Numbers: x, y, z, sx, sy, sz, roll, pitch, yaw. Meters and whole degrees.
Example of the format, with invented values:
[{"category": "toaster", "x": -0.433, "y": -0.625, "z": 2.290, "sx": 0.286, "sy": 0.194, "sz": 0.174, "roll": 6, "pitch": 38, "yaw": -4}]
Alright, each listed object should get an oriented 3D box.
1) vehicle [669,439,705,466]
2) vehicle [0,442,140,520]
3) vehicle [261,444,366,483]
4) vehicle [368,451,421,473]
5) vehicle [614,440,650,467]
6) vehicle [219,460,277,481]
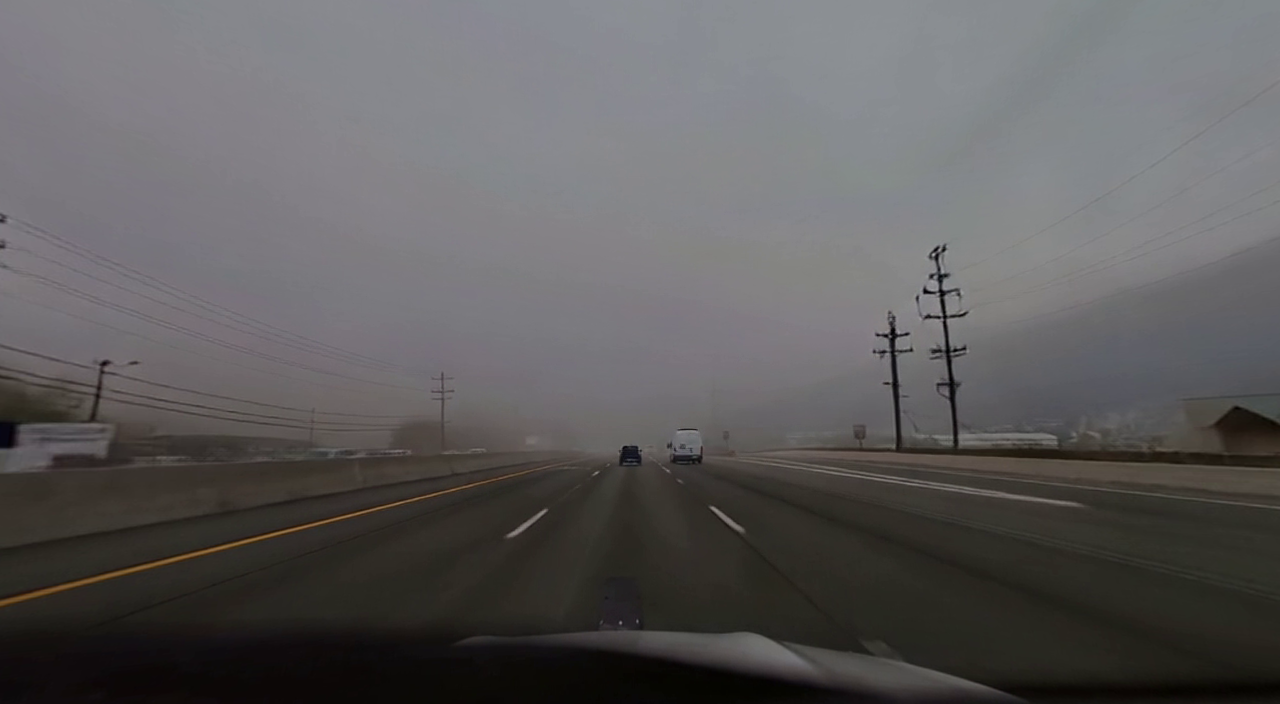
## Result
[{"category": "vehicle", "x": 3.233, "y": 7.026, "z": 44.294, "sx": 2.036, "sy": 1.796, "sz": 4.470, "roll": 0, "pitch": -9, "yaw": -2}, {"category": "vehicle", "x": -21.626, "y": 4.372, "z": 21.807, "sx": 2.812, "sy": 2.426, "sz": 7.221, "roll": 0, "pitch": -9, "yaw": 0}, {"category": "vehicle", "x": -13.899, "y": 4.753, "z": 27.279, "sx": 2.147, "sy": 1.528, "sz": 4.437, "roll": 0, "pitch": -9, "yaw": 0}, {"category": "vehicle", "x": -17.514, "y": 7.849, "z": 45.310, "sx": 1.903, "sy": 1.482, "sz": 4.623, "roll": 0, "pitch": -9, "yaw": 0}, {"category": "vehicle", "x": -0.550, "y": 6.788, "z": 42.362, "sx": 2.325, "sy": 1.712, "sz": 4.592, "roll": 0, "pitch": -9, "yaw": -1}, {"category": "vehicle", "x": -28.962, "y": 8.726, "z": 46.842, "sx": 1.823, "sy": 1.421, "sz": 4.037, "roll": 1, "pitch": -9, "yaw": -2}]
